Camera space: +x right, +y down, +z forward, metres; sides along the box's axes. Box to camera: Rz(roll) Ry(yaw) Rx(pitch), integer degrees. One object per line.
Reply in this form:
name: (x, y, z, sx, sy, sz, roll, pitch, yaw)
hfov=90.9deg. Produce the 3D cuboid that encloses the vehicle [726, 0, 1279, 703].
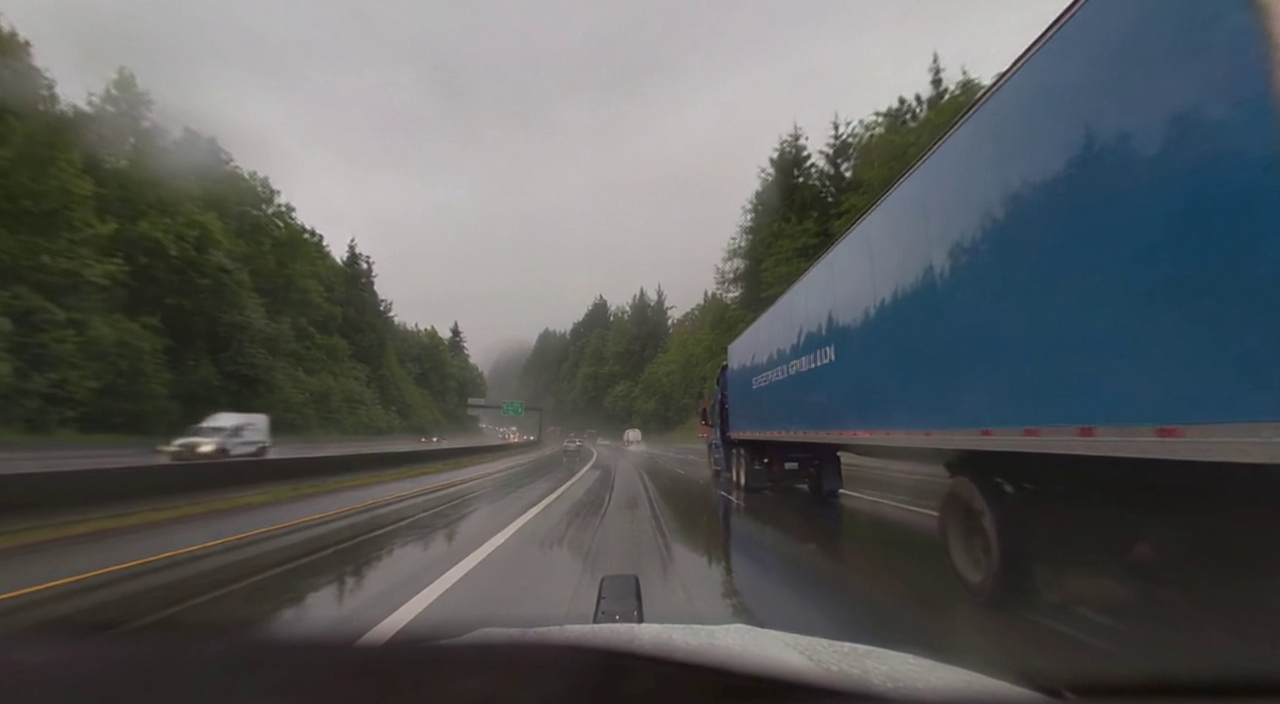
vehicle: (3.803, 0.483, 8.743, 2.910, 4.051, 14.278, 0, -8, -1)

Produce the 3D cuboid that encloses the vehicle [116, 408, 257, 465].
vehicle: (-19.131, 3.630, 26.994, 2.407, 2.215, 4.980, 0, -8, -2)
